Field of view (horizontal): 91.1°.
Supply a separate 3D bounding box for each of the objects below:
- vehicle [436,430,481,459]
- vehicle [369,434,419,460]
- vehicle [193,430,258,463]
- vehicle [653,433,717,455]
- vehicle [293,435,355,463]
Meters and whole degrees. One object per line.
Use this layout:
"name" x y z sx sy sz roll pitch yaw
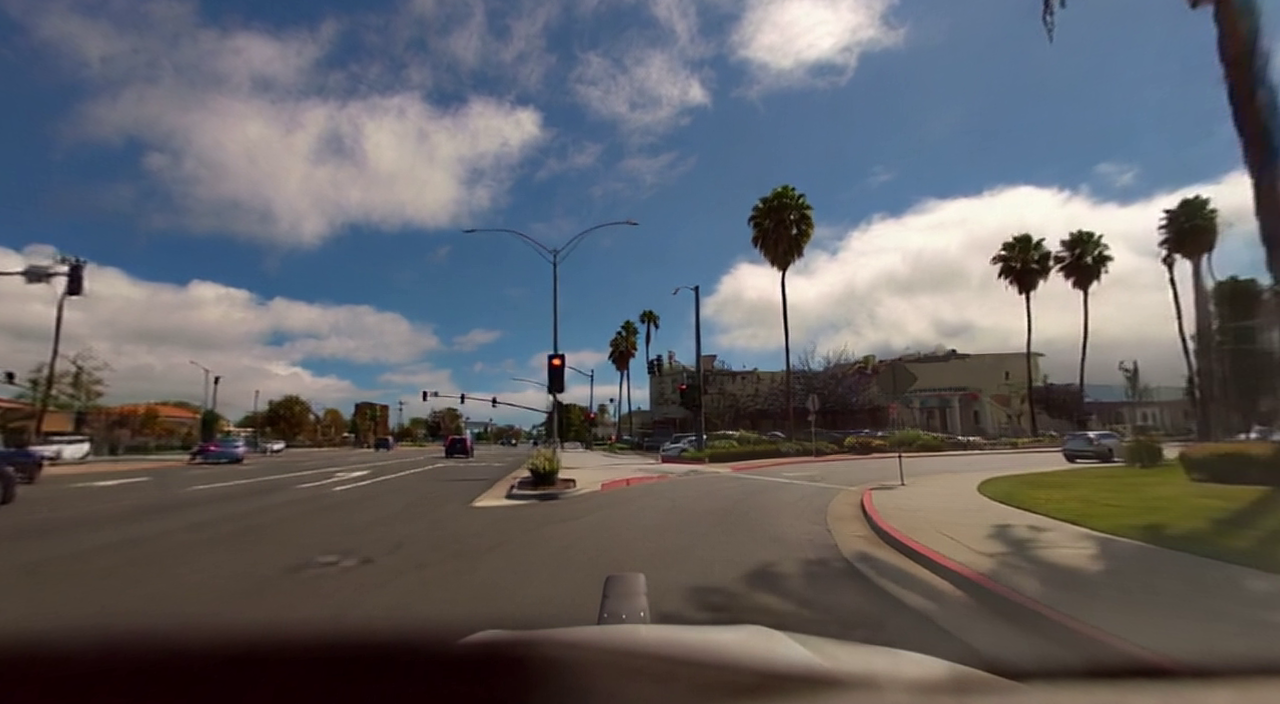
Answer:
"vehicle" -11.902 6.093 41.395 2.114 1.784 4.450 1 -9 -7
"vehicle" -15.433 5.986 39.579 1.977 1.584 3.983 1 -9 -7
"vehicle" -23.524 5.405 35.788 2.156 1.742 4.264 4 -9 -22
"vehicle" 3.467 7.140 48.475 4.648 1.501 1.862 3 -9 -7
"vehicle" -18.236 5.623 36.435 1.900 1.462 4.225 1 -9 -7
